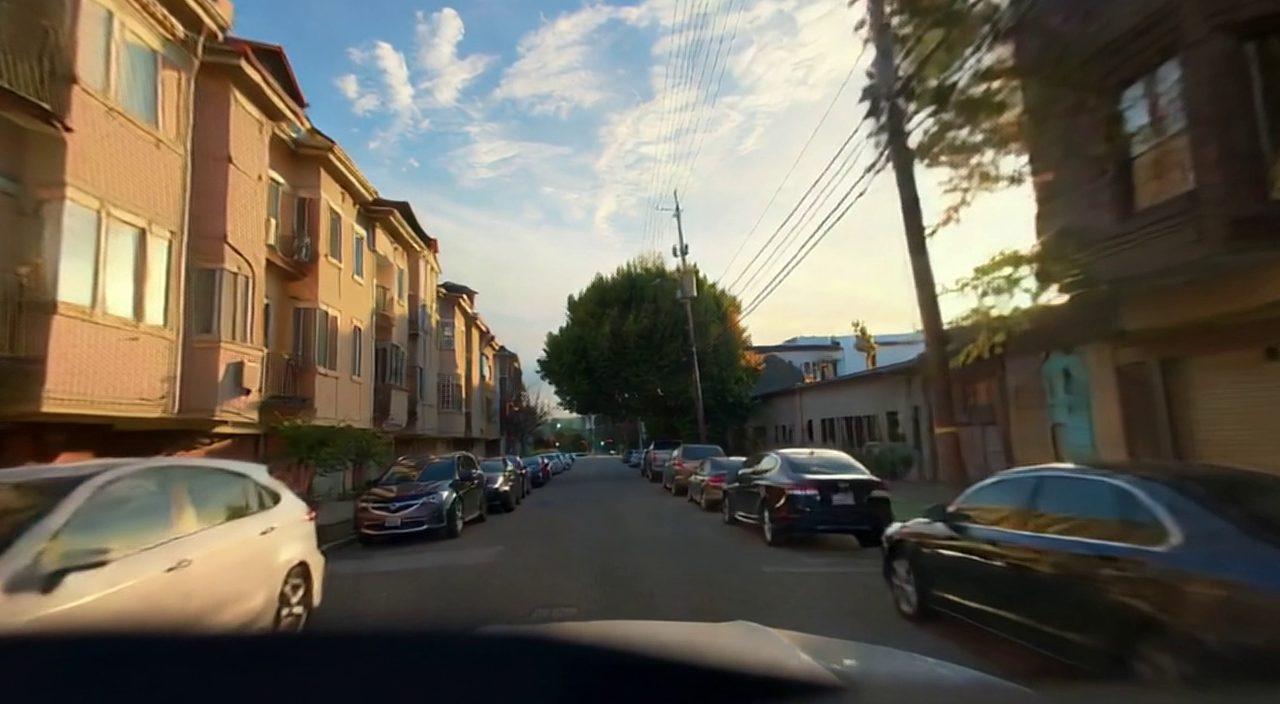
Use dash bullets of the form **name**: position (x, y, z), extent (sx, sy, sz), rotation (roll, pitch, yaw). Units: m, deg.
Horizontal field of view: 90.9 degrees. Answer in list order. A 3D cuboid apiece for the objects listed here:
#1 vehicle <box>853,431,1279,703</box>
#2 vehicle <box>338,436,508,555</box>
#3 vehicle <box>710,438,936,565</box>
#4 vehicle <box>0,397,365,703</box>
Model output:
- **vehicle**: position (3.238, 1.284, 3.971), extent (1.904, 1.476, 4.480), rotation (1, -8, -5)
- **vehicle**: position (-4.017, 2.626, 12.529), extent (2.081, 1.679, 4.506), rotation (-3, -6, -4)
- **vehicle**: position (2.659, 2.268, 10.523), extent (1.968, 1.595, 4.543), rotation (1, -8, -7)
- **vehicle**: position (-3.529, 1.267, 3.808), extent (2.175, 1.710, 4.000), rotation (-2, -7, -4)
